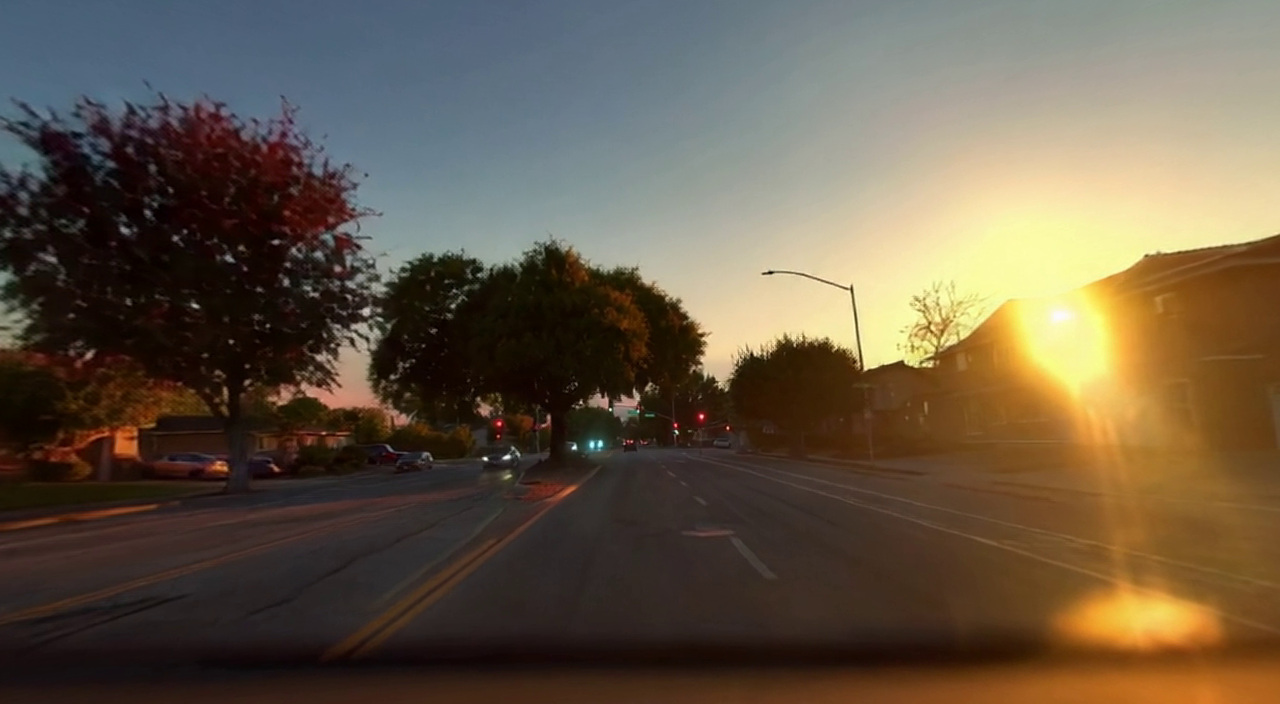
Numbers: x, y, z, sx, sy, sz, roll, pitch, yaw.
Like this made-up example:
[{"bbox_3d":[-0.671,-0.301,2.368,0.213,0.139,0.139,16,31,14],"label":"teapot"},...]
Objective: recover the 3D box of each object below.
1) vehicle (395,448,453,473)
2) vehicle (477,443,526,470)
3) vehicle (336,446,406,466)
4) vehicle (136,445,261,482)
[{"bbox_3d":[-13.649,6.865,40.182,1.992,1.453,4.439,0,-8,2],"label":"vehicle"},{"bbox_3d":[-8.069,6.101,37.212,1.931,1.483,4.246,0,-8,0],"label":"vehicle"},{"bbox_3d":[-20.374,7.881,47.975,4.464,1.453,1.931,0,-9,-1],"label":"vehicle"},{"bbox_3d":[-20.670,5.225,29.718,4.354,1.676,1.905,0,-9,-2],"label":"vehicle"}]
